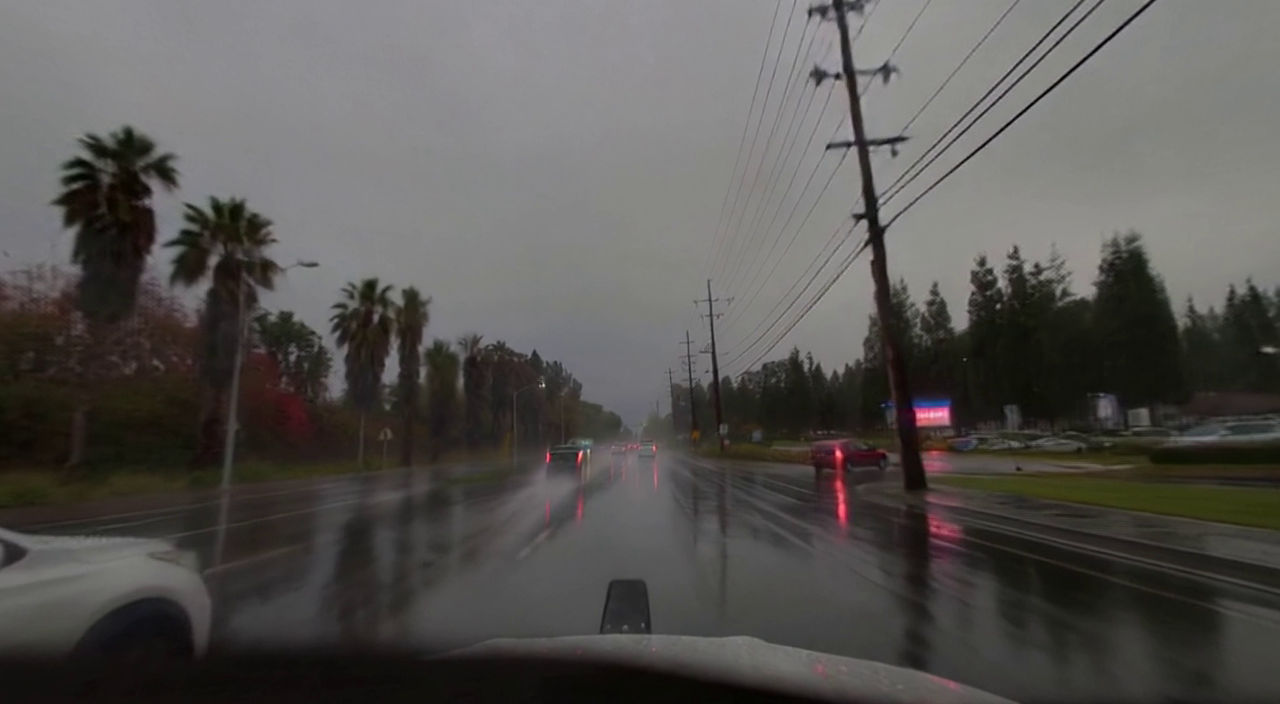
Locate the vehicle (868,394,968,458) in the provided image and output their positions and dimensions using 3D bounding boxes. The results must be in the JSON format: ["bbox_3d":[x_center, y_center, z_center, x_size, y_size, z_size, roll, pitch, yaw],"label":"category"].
[{"bbox_3d":[20.055,5.302,46.234,2.923,4.081,8.860,-3,-5,-2],"label":"vehicle"}]

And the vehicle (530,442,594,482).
[{"bbox_3d":[-3.024,4.381,25.404,1.982,1.451,4.152,0,-9,1],"label":"vehicle"}]

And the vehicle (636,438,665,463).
[{"bbox_3d":[0.782,7.489,47.865,2.155,1.781,3.977,0,-9,1],"label":"vehicle"}]

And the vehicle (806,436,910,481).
[{"bbox_3d":[8.394,4.029,24.055,2.062,1.541,4.420,-8,-12,43],"label":"vehicle"}]
